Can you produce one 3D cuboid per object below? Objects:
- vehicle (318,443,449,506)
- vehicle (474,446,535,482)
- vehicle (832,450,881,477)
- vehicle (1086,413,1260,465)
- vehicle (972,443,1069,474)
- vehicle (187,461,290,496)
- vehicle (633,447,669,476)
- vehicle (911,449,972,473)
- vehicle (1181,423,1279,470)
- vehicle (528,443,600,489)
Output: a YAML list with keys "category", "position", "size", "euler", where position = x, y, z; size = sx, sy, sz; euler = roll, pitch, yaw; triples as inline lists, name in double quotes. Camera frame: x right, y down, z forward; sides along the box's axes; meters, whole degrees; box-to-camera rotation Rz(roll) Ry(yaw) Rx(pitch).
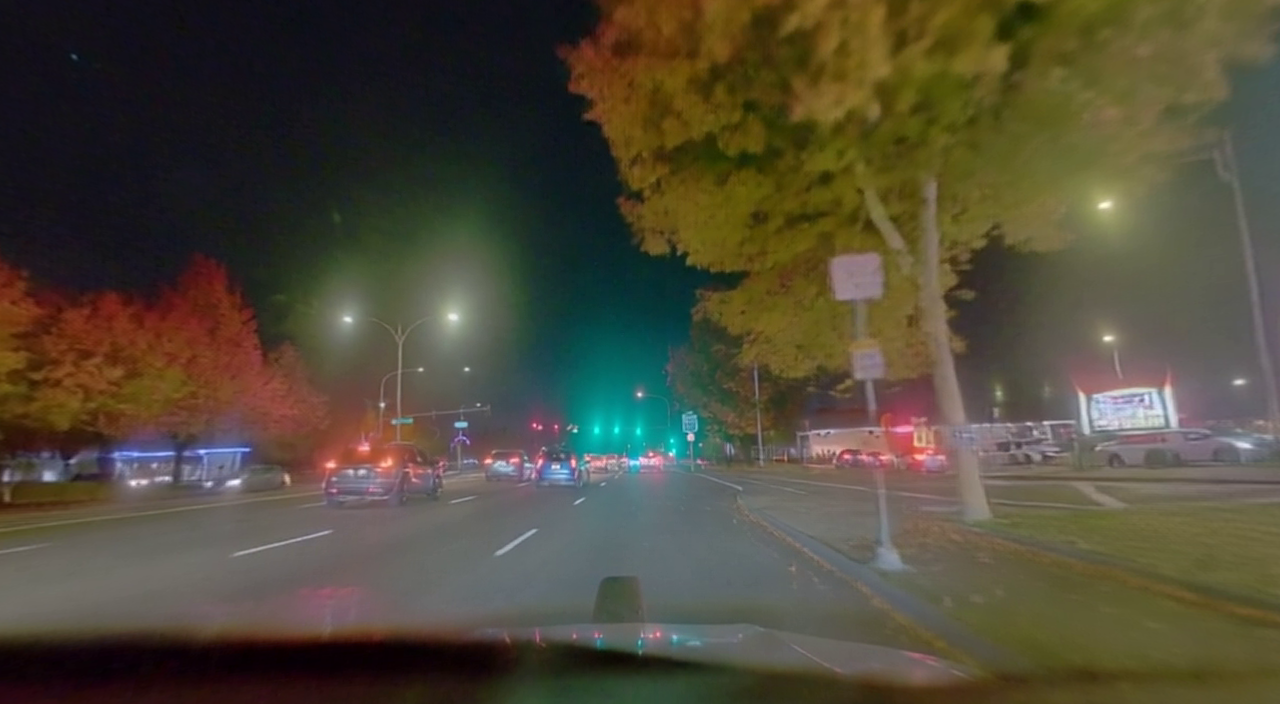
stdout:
- category: "vehicle"
  position: [-7.255, 3.492, 18.374]
  size: [1.932, 1.596, 4.247]
  euler: [0, -9, 1]
- category: "vehicle"
  position: [-7.017, 5.870, 33.181]
  size: [2.069, 1.719, 4.441]
  euler: [0, -9, 2]
- category: "vehicle"
  position: [14.322, 7.383, 41.896]
  size: [1.963, 1.703, 4.447]
  euler: [0, -9, 4]
- category: "vehicle"
  position: [25.508, 4.272, 30.448]
  size: [5.755, 2.030, 2.287]
  euler: [-6, -12, 17]
- category: "vehicle"
  position: [20.347, 5.706, 33.892]
  size: [1.899, 1.521, 4.410]
  euler: [2, -9, -11]
- category: "vehicle"
  position: [-19.842, 6.232, 31.427]
  size: [1.852, 1.507, 4.791]
  euler: [0, -9, 1]
- category: "vehicle"
  position: [0.643, 6.898, 39.713]
  size: [2.144, 1.704, 4.028]
  euler: [0, -9, 0]
- category: "vehicle"
  position: [20.221, 7.328, 42.440]
  size: [1.938, 1.490, 4.750]
  euler: [0, -9, 2]
- category: "vehicle"
  position: [21.603, 3.291, 21.816]
  size: [3.875, 1.540, 1.894]
  euler: [1, -9, 0]
- category: "vehicle"
  position: [-2.942, 4.553, 25.493]
  size: [2.165, 1.663, 4.513]
  euler: [0, -9, 2]
